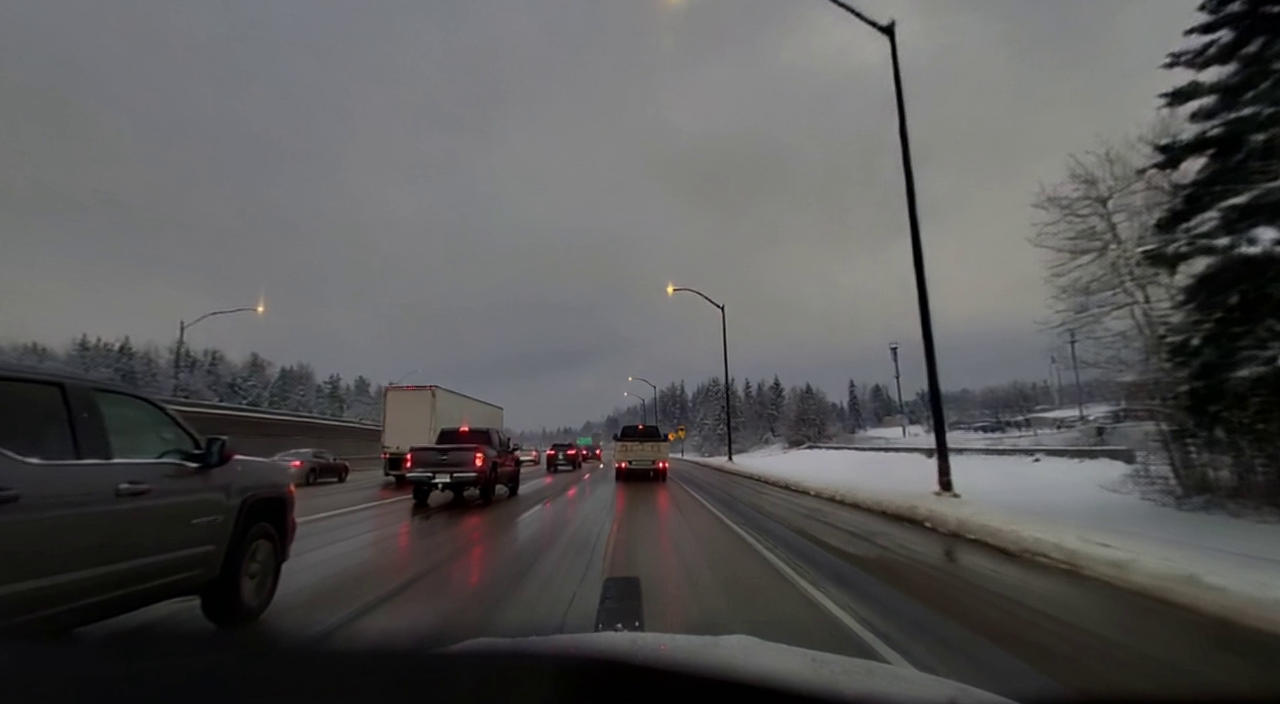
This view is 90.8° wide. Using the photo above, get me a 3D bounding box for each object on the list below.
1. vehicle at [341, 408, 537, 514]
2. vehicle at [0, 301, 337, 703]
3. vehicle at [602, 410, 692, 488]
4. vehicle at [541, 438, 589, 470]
[{"bbox_3d":[-4.207,2.459,14.672,2.575,1.958,5.730,0,-9,1],"label":"vehicle"},{"bbox_3d":[-3.552,0.734,2.315,2.303,1.835,5.044,0,-9,1],"label":"vehicle"},{"bbox_3d":[0.111,3.716,24.271,2.886,2.471,7.692,0,-9,-2],"label":"vehicle"},{"bbox_3d":[-4.612,6.378,39.525,2.329,1.859,4.823,0,-9,1],"label":"vehicle"}]
